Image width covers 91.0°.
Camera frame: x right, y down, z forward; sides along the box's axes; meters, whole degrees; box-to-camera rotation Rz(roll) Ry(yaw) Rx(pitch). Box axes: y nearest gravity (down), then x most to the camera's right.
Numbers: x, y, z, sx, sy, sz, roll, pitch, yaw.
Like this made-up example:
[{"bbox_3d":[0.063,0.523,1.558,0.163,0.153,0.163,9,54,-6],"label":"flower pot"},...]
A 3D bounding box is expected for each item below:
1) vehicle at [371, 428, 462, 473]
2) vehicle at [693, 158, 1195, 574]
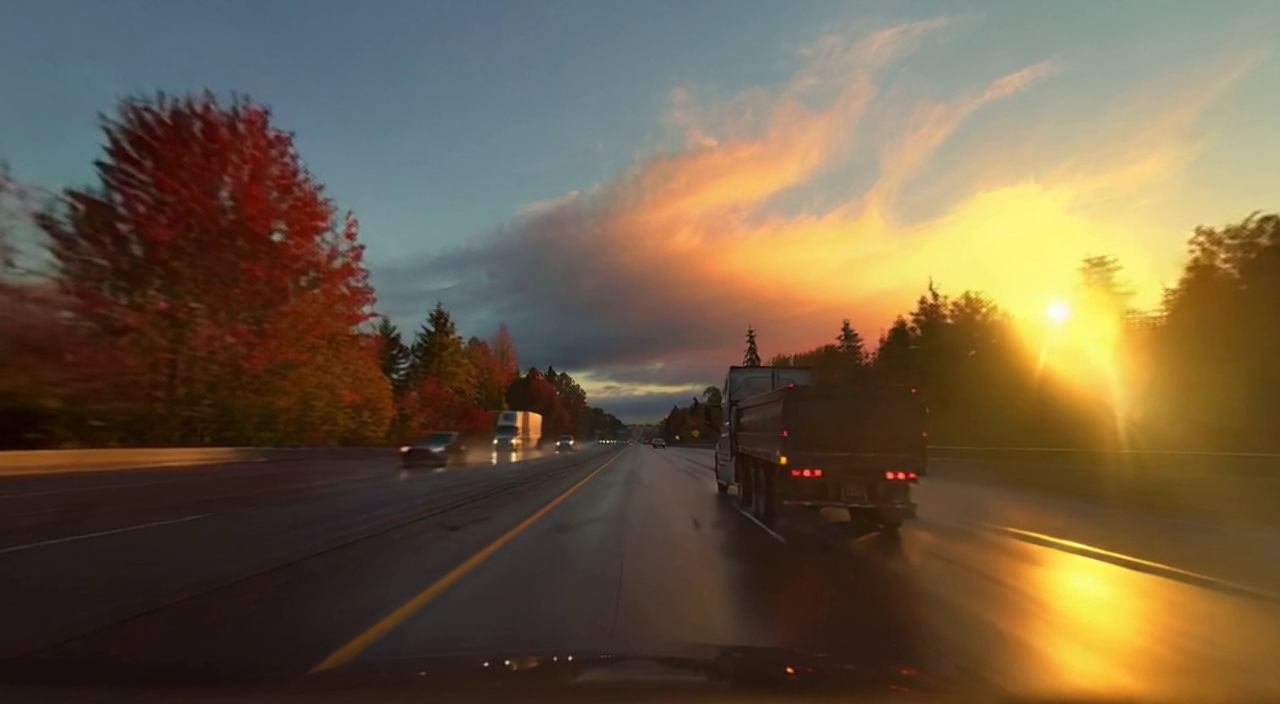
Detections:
[{"bbox_3d":[-8.224,3.667,23.592,1.881,1.540,4.047,0,-8,1],"label":"vehicle"},{"bbox_3d":[3.611,1.035,13.382,3.691,4.331,13.909,0,-8,0],"label":"vehicle"}]
